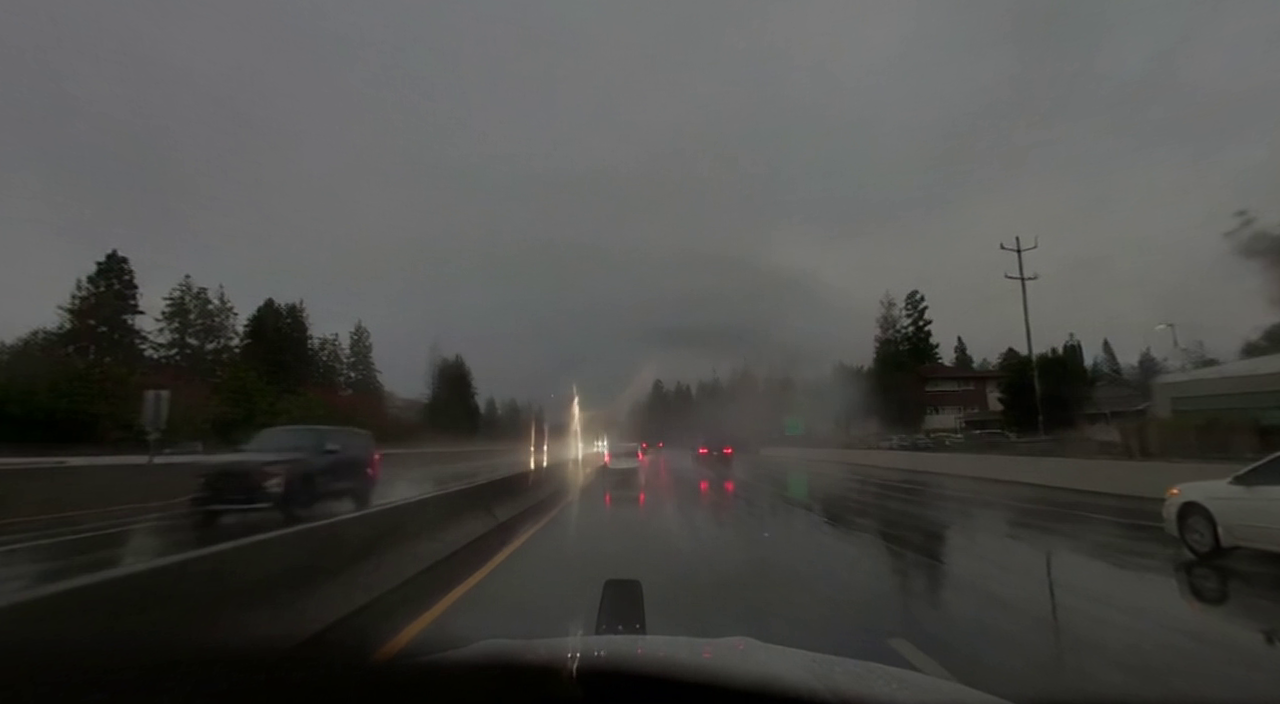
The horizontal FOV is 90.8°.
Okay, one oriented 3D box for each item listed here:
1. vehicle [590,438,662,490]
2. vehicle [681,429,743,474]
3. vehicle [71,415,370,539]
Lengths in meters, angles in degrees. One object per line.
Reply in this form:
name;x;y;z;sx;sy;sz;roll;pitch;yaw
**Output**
vehicle;-0.383;3.464;19.826;2.040;1.451;3.736;0;-8;0
vehicle;3.196;4.524;28.875;2.186;1.842;4.553;0;-8;-1
vehicle;-7.325;2.226;11.962;2.205;1.832;5.001;0;-8;0
